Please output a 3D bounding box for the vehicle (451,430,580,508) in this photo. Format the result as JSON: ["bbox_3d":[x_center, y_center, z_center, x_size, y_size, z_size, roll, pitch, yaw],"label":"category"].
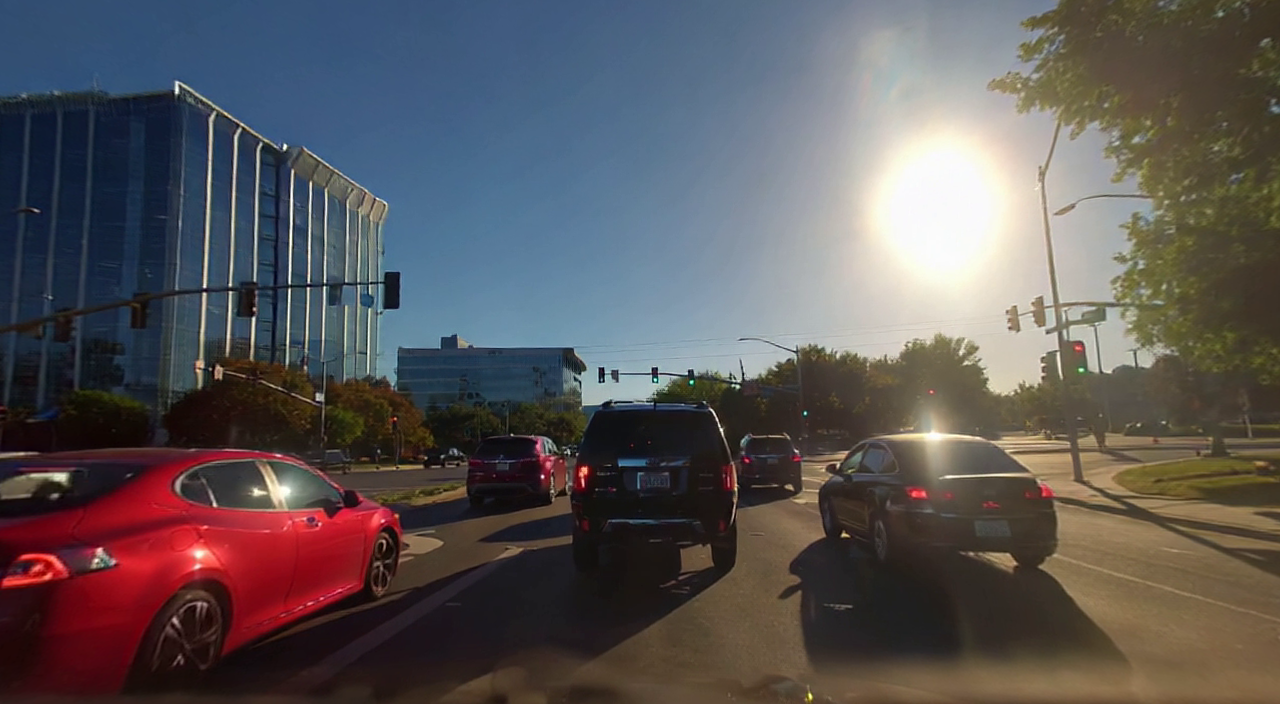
[{"bbox_3d":[-2.620,2.581,14.360,1.851,1.502,4.042,0,-8,4],"label":"vehicle"}]

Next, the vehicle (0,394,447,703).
[{"bbox_3d":[-3.230,1.244,4.724,1.958,1.494,4.624,0,-8,2],"label":"vehicle"}]

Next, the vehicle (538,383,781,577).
[{"bbox_3d":[0.213,1.530,8.250,2.300,1.832,4.331,0,-8,1],"label":"vehicle"}]
